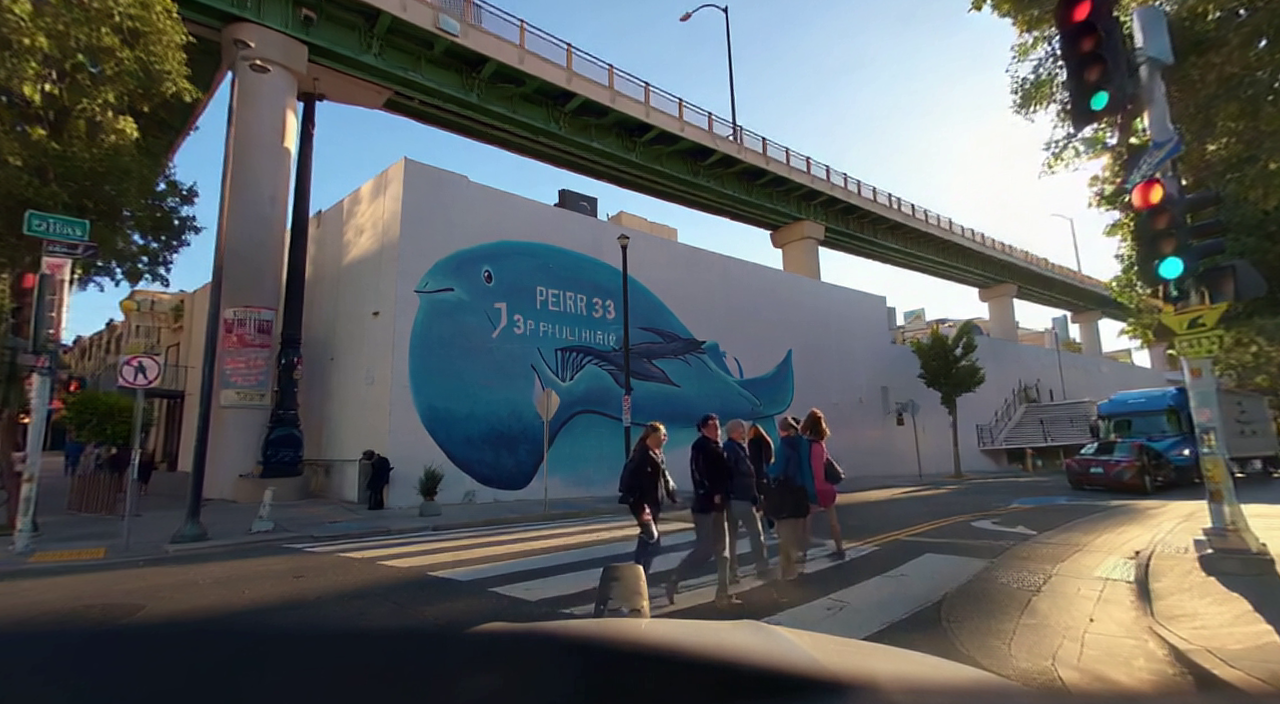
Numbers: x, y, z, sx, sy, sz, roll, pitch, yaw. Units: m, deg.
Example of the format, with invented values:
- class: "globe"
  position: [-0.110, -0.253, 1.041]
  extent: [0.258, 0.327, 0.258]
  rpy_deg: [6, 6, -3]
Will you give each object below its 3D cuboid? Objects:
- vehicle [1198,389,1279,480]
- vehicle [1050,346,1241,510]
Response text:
- class: "vehicle"
  position: [32.712, 4.439, 33.448]
  extent: [12.015, 4.103, 2.920]
  rpy_deg: [8, -11, -43]
- class: "vehicle"
  position: [15.758, 2.387, 19.224]
  extent: [9.347, 3.893, 2.849]
  rpy_deg: [7, -11, -42]
